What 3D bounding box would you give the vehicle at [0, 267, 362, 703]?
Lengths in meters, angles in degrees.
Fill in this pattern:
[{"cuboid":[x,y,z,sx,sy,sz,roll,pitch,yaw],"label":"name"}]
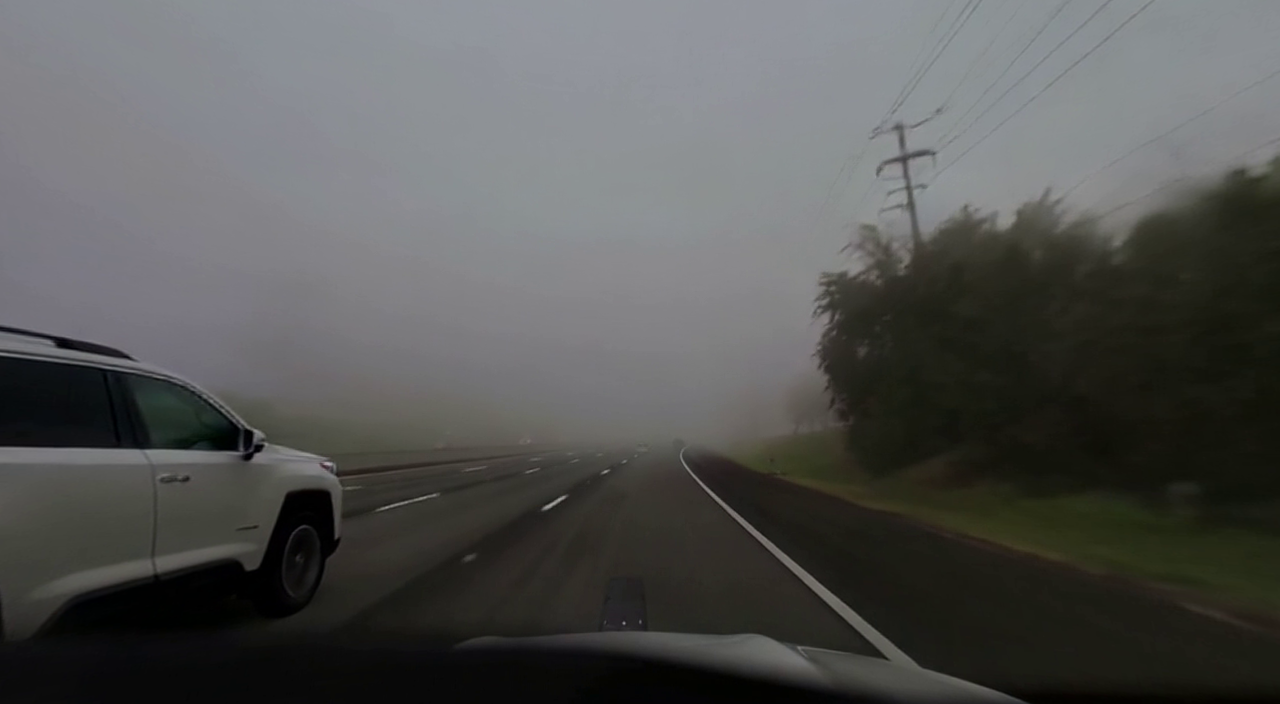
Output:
[{"cuboid":[-3.538,0.738,2.900,2.136,1.975,5.037,0,-8,1],"label":"vehicle"}]
